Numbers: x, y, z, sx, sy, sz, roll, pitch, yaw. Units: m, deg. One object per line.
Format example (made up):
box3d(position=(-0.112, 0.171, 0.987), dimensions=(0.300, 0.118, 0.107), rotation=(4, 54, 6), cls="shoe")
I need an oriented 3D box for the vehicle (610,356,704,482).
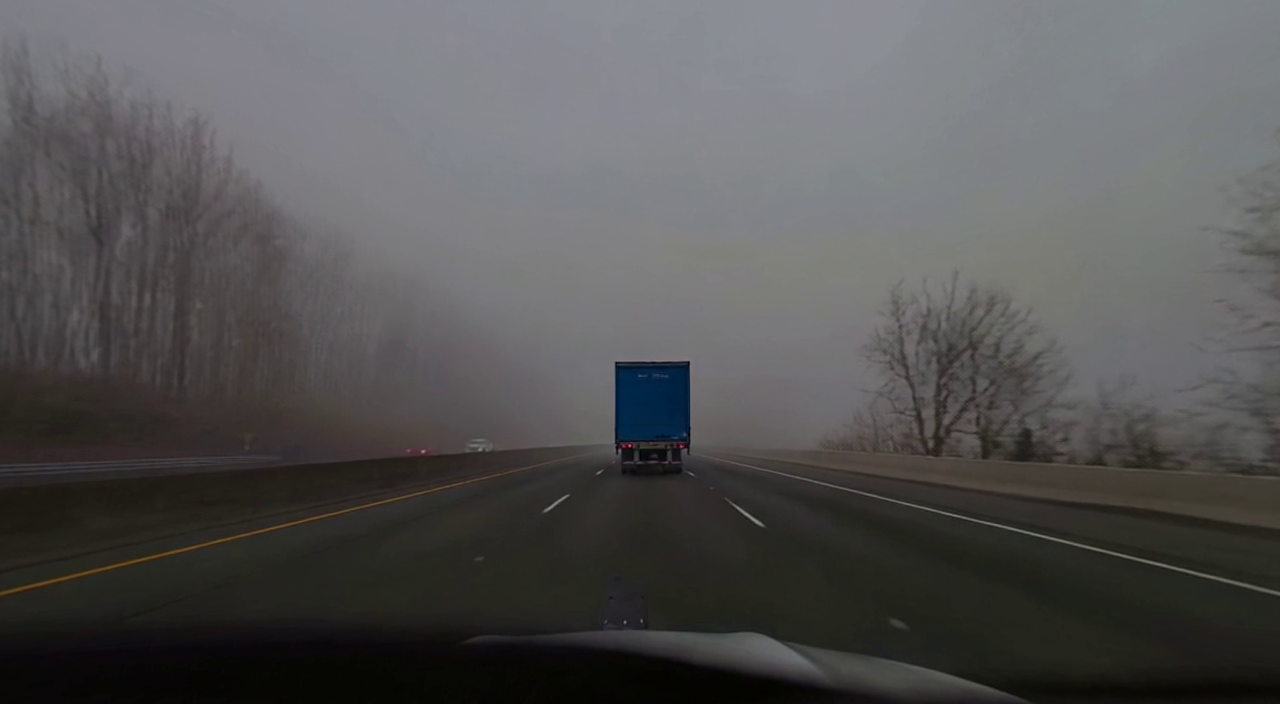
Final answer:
box3d(position=(0.543, 2.897, 25.503), dimensions=(3.010, 4.039, 10.481), rotation=(0, -8, 0), cls="vehicle")
